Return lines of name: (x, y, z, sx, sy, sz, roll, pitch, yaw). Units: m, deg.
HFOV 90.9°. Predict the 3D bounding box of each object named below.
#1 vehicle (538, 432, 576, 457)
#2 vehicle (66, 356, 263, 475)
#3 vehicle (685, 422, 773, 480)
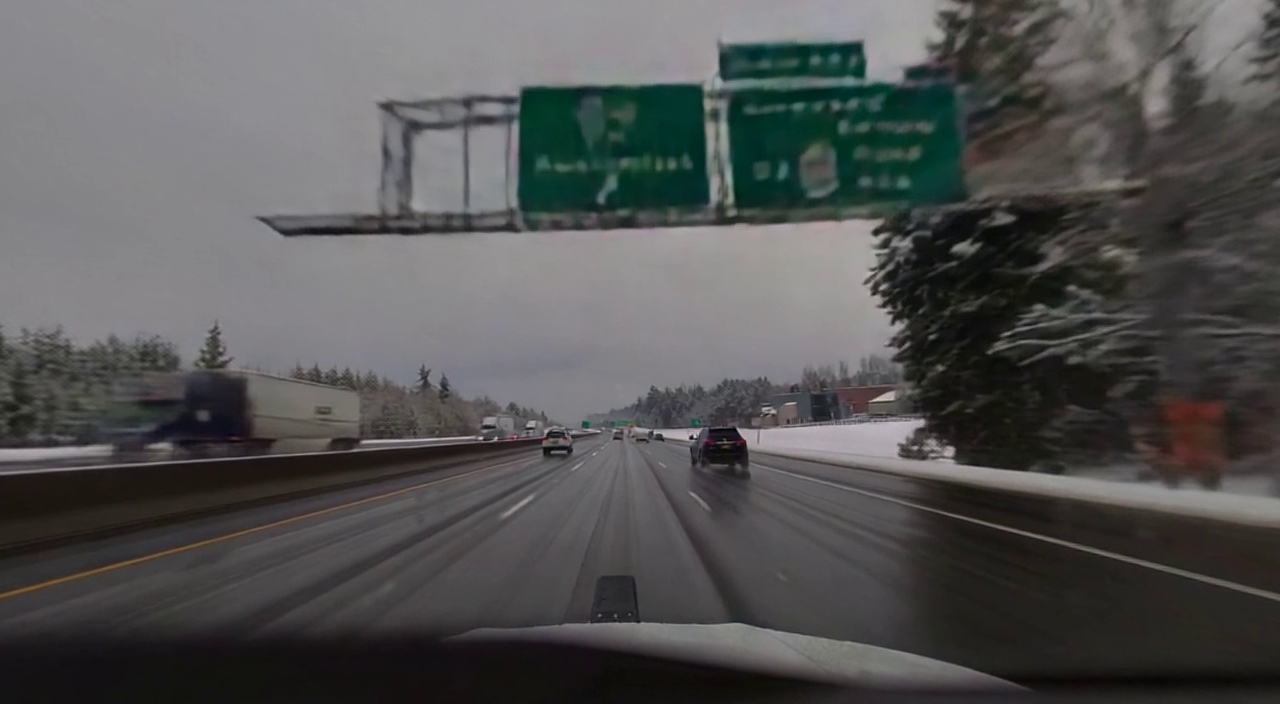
vehicle: (-5.291, 5.952, 40.702, 1.996, 1.518, 4.229, 0, -8, -2)
vehicle: (-17.713, 2.515, 24.115, 2.971, 4.001, 5.802, 0, -8, -3)
vehicle: (2.701, 3.141, 20.226, 2.022, 1.637, 4.229, 0, -8, -3)
